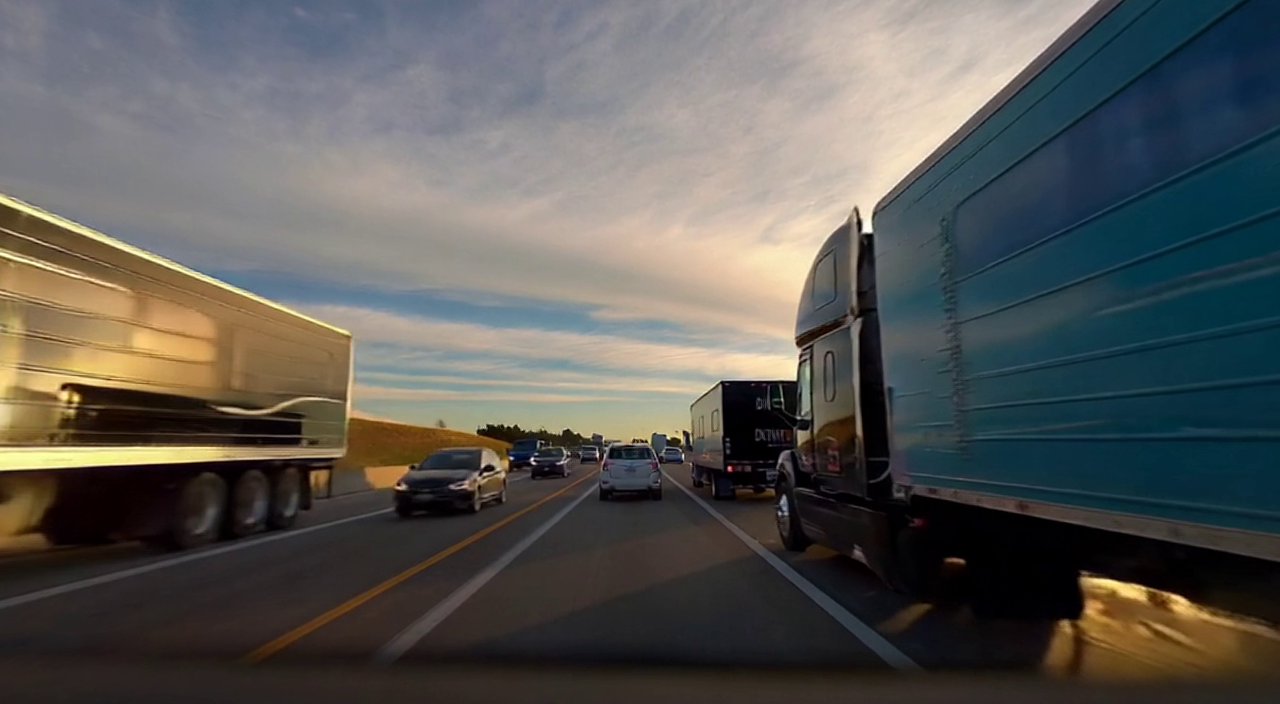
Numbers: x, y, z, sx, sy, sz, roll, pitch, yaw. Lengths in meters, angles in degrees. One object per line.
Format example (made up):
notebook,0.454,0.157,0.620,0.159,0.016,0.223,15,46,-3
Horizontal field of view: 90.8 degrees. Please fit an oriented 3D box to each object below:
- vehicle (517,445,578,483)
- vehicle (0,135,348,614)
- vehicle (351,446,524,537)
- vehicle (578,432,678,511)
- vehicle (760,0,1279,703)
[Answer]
vehicle,-4.105,5.072,28.845,2.023,1.576,4.784,0,-9,1
vehicle,-7.020,0.060,4.616,2.895,4.121,14.391,0,-9,0
vehicle,-3.635,2.560,12.240,1.930,1.431,4.156,0,-9,1
vehicle,-0.298,2.955,15.985,2.201,1.719,4.058,0,-9,-1
vehicle,3.207,0.168,4.285,2.936,3.787,8.670,0,-9,-1
